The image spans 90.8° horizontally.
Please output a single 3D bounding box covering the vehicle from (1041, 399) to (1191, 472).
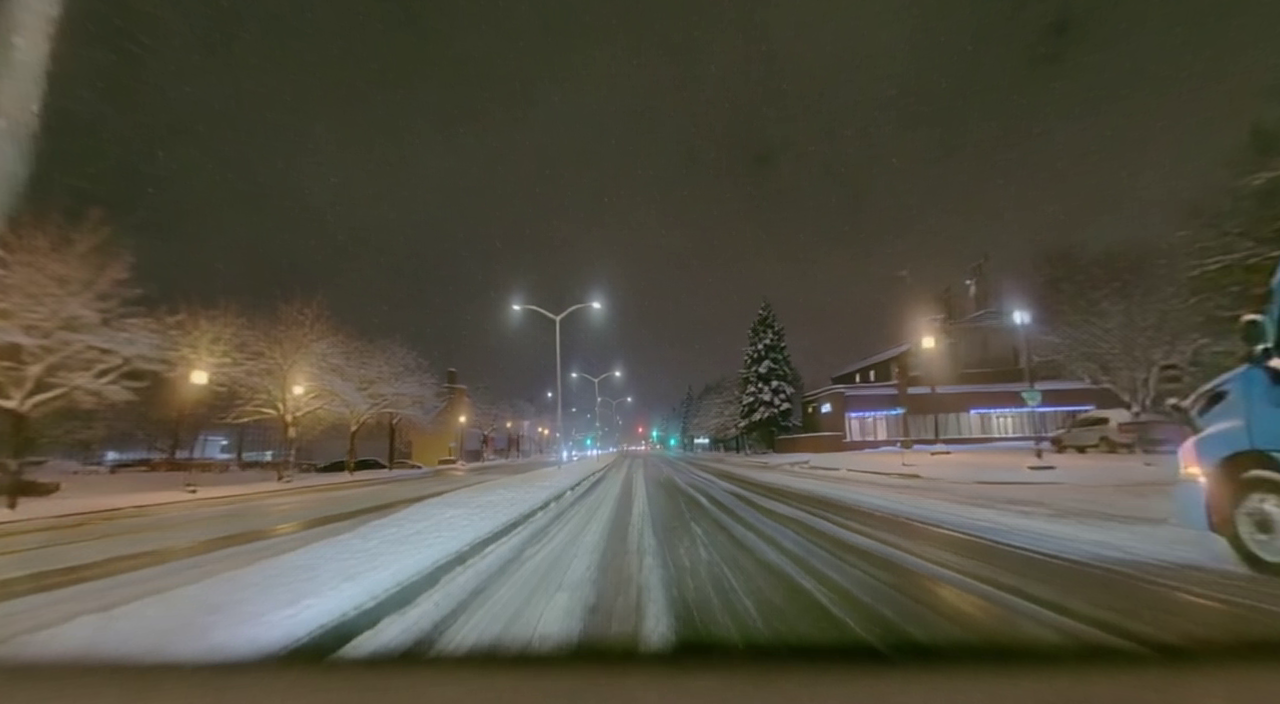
[{"bbox_3d":[25.570,4.647,34.521,2.718,3.538,7.077,-1,-9,2],"label":"vehicle"}]

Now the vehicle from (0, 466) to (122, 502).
[{"bbox_3d":[-27.663,6.258,30.257,4.123,1.470,1.886,5,-10,-33],"label":"vehicle"}]

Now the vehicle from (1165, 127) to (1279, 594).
[{"bbox_3d":[6.864,-0.677,0.354,3.120,3.794,11.510,0,-9,0],"label":"vehicle"}]

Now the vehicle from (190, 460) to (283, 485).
[{"bbox_3d":[-26.530,7.900,41.725,4.810,1.465,2.056,3,-9,-22],"label":"vehicle"}]
